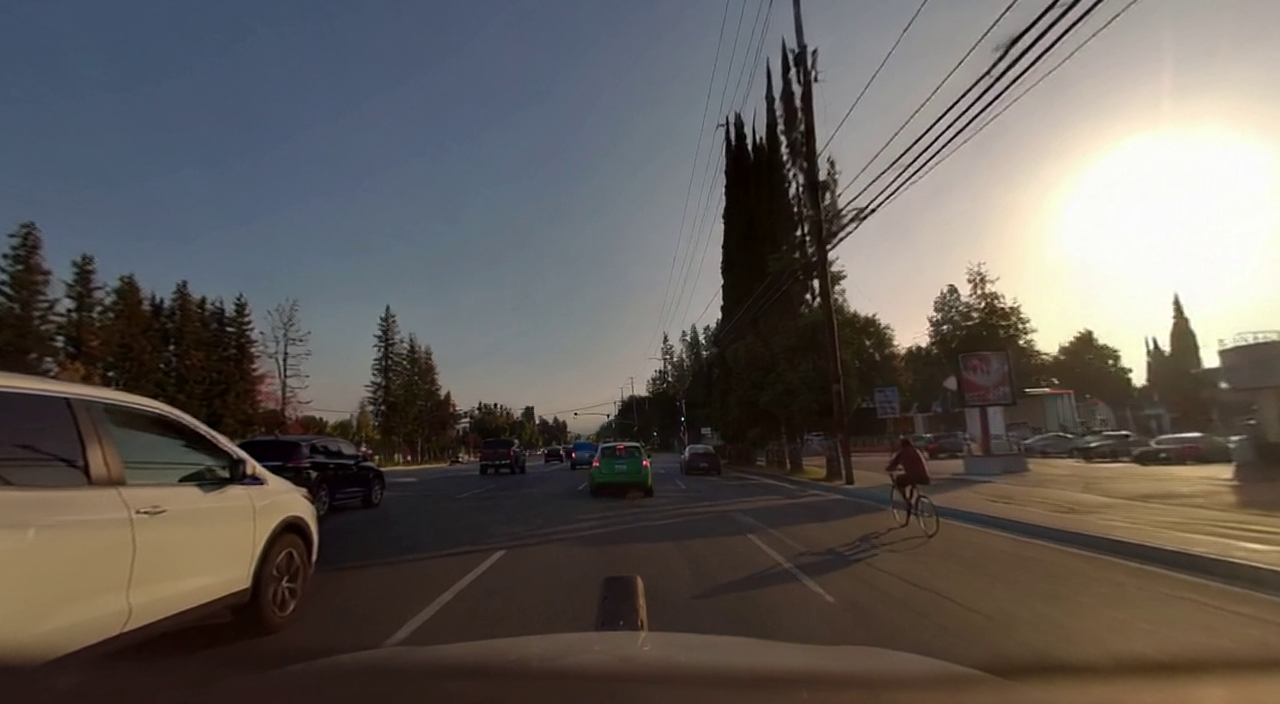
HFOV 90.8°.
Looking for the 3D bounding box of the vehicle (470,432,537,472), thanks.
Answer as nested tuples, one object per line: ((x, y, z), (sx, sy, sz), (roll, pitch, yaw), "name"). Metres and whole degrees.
((-7.009, 5.206, 33.148), (2.385, 1.918, 5.056), (0, -9, 0), "vehicle")

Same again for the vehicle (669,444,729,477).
((2.501, 4.753, 27.929), (2.065, 1.302, 4.416), (0, -8, -2), "vehicle")

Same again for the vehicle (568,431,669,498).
((-0.470, 2.765, 15.848), (2.189, 1.437, 4.135), (0, -9, 0), "vehicle")

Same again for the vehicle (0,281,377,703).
((-3.058, 0.687, 2.662), (1.922, 1.642, 4.547), (0, -9, 0), "vehicle")
